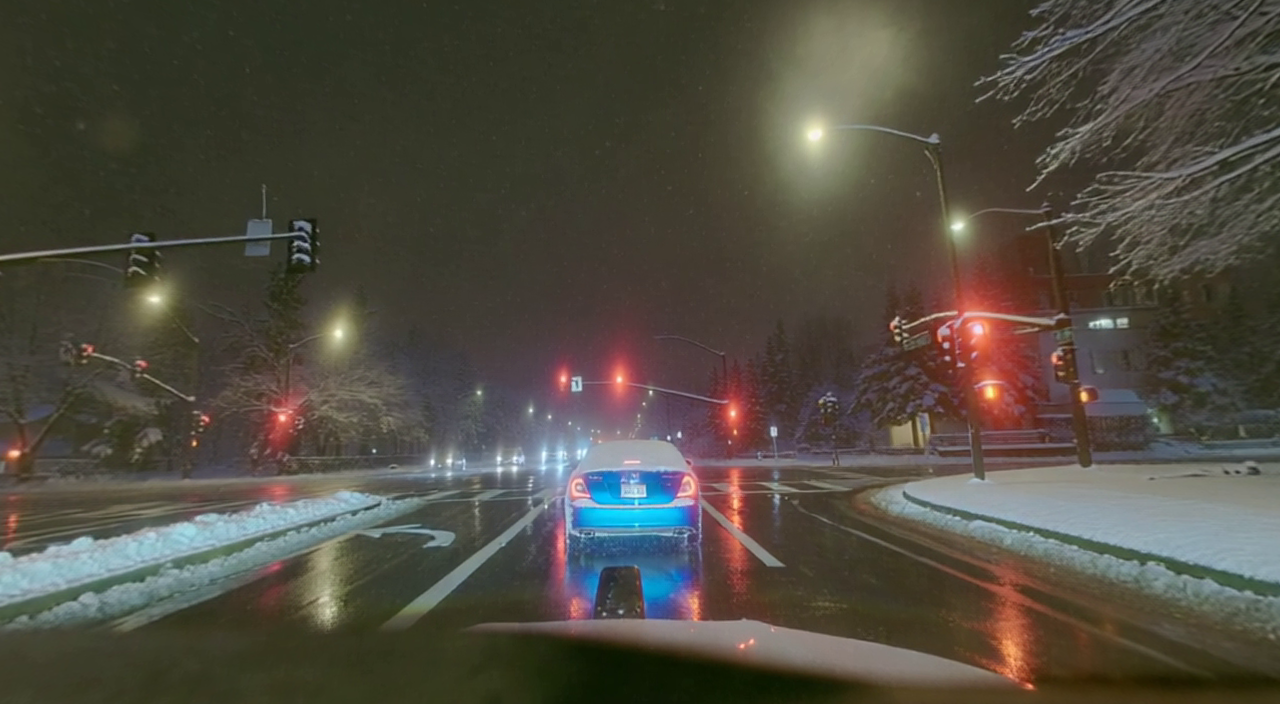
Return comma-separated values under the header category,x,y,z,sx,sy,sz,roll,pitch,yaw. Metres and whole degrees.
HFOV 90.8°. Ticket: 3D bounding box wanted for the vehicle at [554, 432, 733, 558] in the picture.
category,x,y,z,sx,sy,sz,roll,pitch,yaw
vehicle,0.007,1.995,9.514,2.107,1.470,3.974,0,-9,-1
